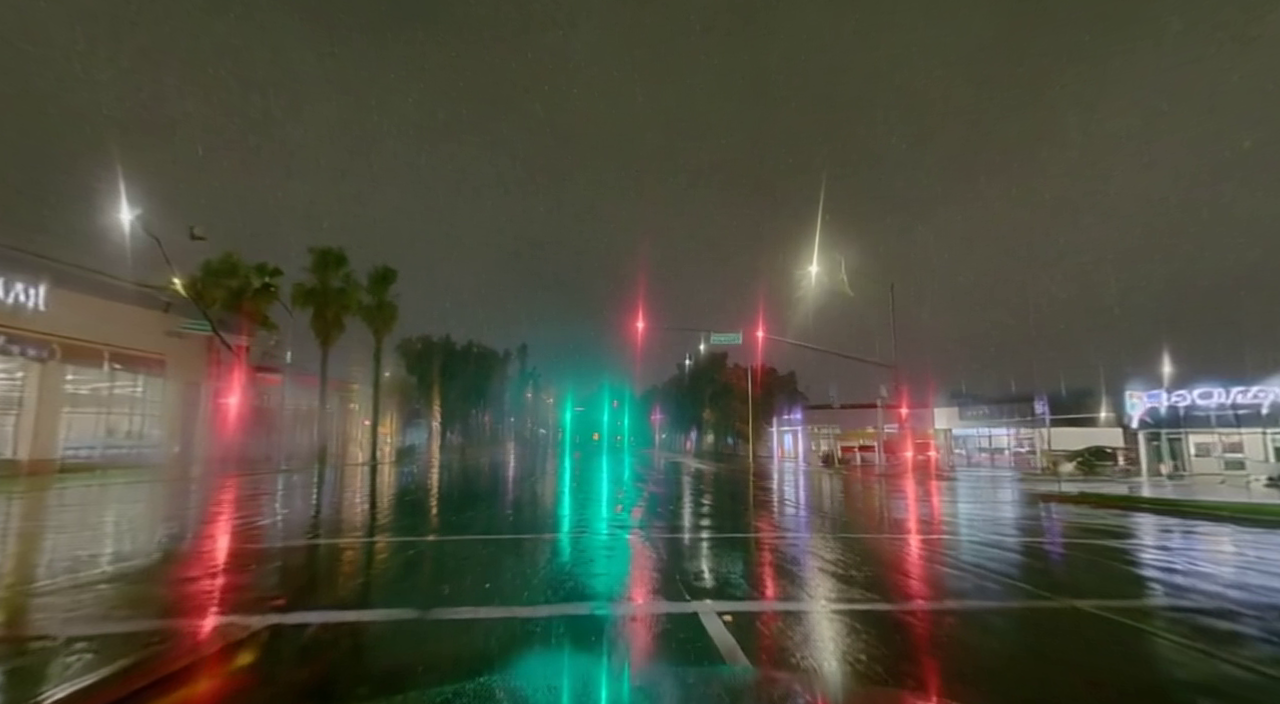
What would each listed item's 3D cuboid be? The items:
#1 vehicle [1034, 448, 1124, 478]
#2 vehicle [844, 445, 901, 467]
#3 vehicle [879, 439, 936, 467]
[{"bbox_3d":[25.811,6.515,37.358,1.929,1.613,4.530,0,-8,-2],"label":"vehicle"},{"bbox_3d":[16.858,7.543,46.046,2.073,1.519,4.429,1,-8,-7],"label":"vehicle"},{"bbox_3d":[19.333,7.317,45.891,2.087,1.868,4.004,1,-8,-5],"label":"vehicle"}]
